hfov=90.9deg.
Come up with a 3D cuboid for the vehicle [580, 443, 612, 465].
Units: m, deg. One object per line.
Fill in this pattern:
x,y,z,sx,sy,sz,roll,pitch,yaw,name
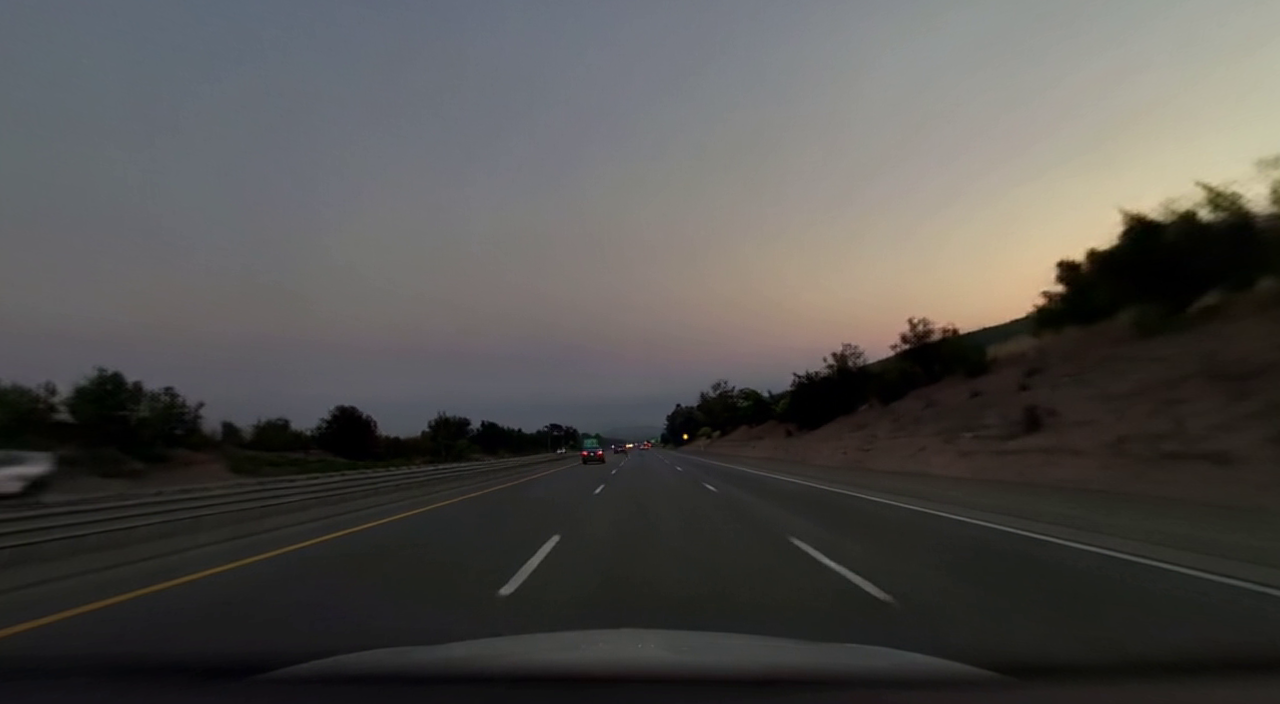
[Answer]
-3.128,7.292,45.385,1.991,1.475,4.302,0,-8,0,vehicle
